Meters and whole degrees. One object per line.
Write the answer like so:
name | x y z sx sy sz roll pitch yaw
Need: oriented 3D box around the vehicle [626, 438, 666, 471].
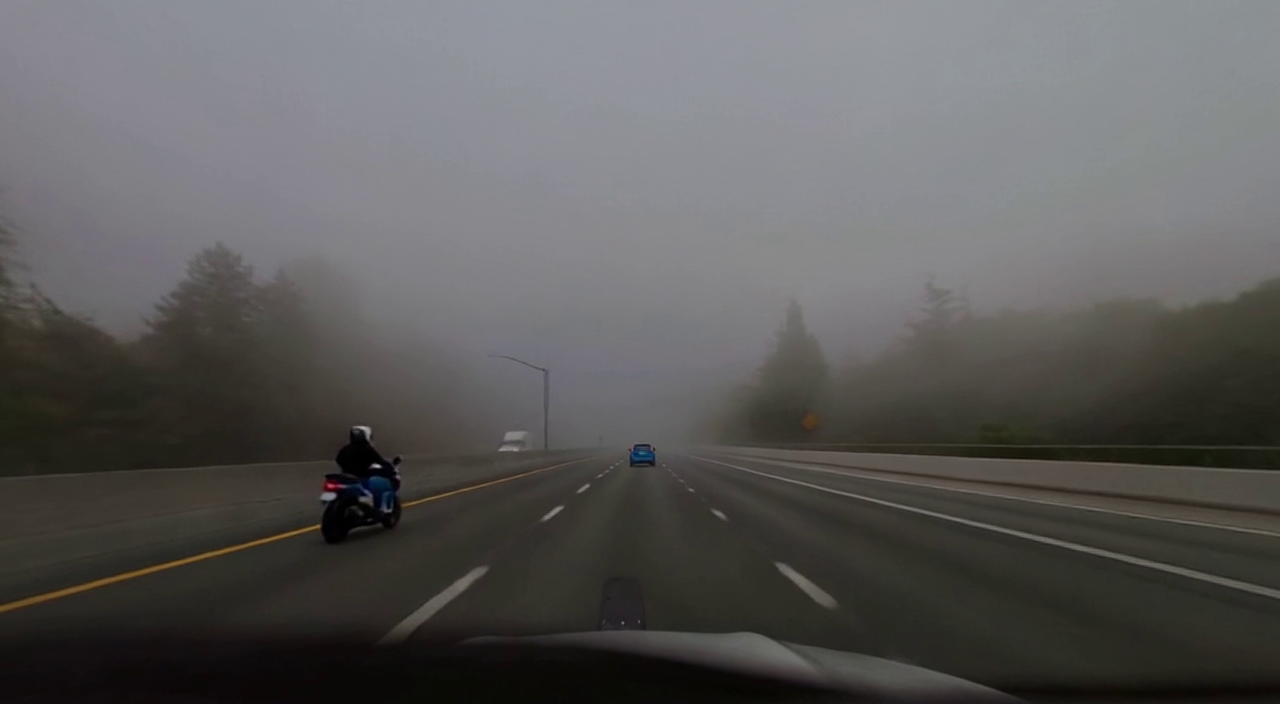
vehicle | 0.356 6.103 37.725 2.247 1.825 4.036 0 -9 0
